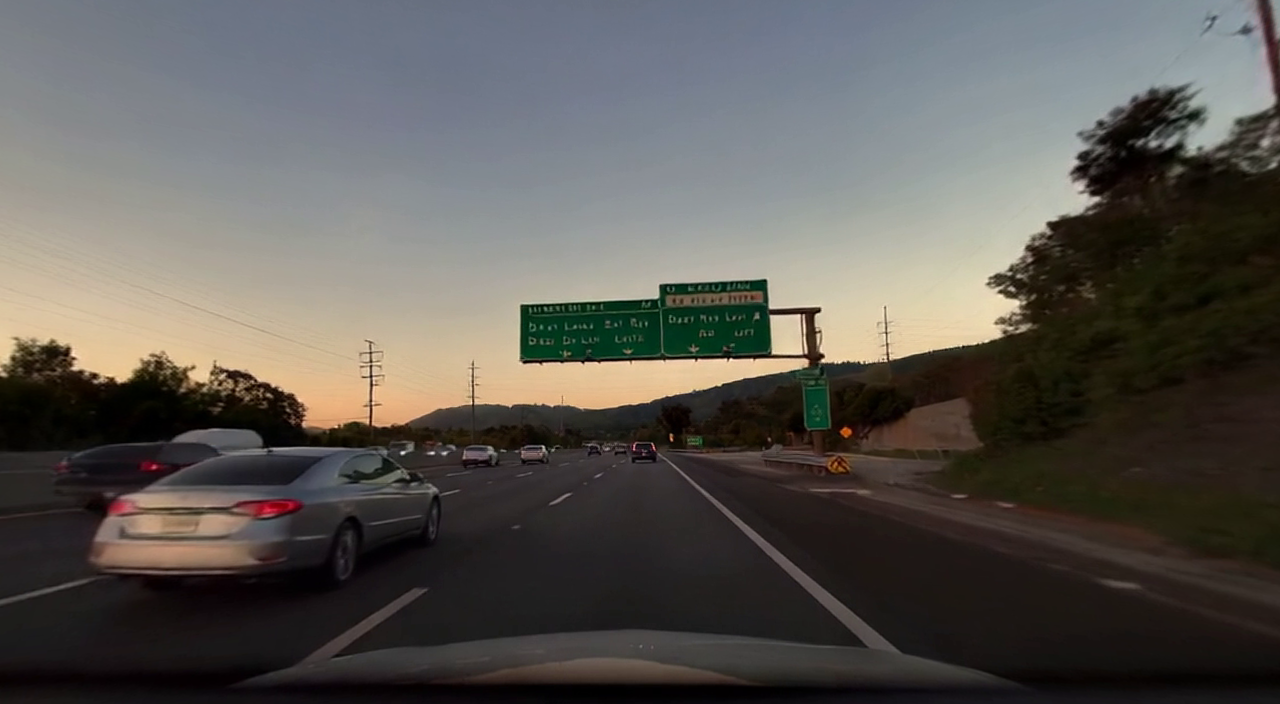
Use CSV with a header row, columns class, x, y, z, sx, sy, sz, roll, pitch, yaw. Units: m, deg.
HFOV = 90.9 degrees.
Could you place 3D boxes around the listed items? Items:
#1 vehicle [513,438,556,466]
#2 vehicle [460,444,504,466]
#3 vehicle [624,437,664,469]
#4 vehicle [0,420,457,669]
class,x,y,z,sx,sy,sz,roll,pitch,yaw
vehicle,-7.182,6.891,43.532,2.091,1.775,4.601,0,-8,1
vehicle,-11.121,7.254,44.666,1.938,1.480,4.329,0,-8,1
vehicle,0.200,5.900,36.904,2.194,1.737,4.127,0,-8,-1
vehicle,-3.572,1.553,6.373,1.967,1.517,4.808,0,-8,1
